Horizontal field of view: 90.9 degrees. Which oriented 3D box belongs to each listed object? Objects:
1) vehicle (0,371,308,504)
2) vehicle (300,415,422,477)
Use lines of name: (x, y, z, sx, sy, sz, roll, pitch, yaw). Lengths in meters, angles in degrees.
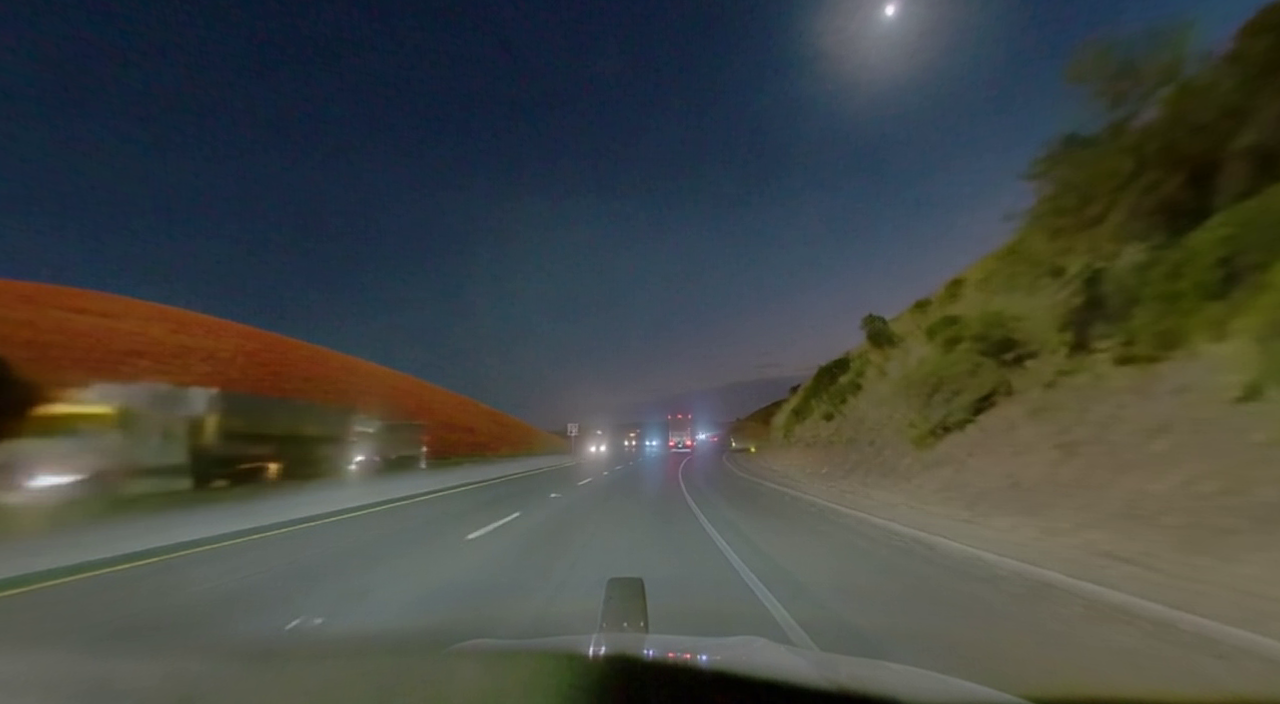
vehicle: (-14.386, 2.789, 19.922, 2.932, 3.214, 9.129, 0, -9, -1)
vehicle: (-14.387, 5.002, 33.414, 2.777, 2.828, 8.062, 0, -9, 0)
